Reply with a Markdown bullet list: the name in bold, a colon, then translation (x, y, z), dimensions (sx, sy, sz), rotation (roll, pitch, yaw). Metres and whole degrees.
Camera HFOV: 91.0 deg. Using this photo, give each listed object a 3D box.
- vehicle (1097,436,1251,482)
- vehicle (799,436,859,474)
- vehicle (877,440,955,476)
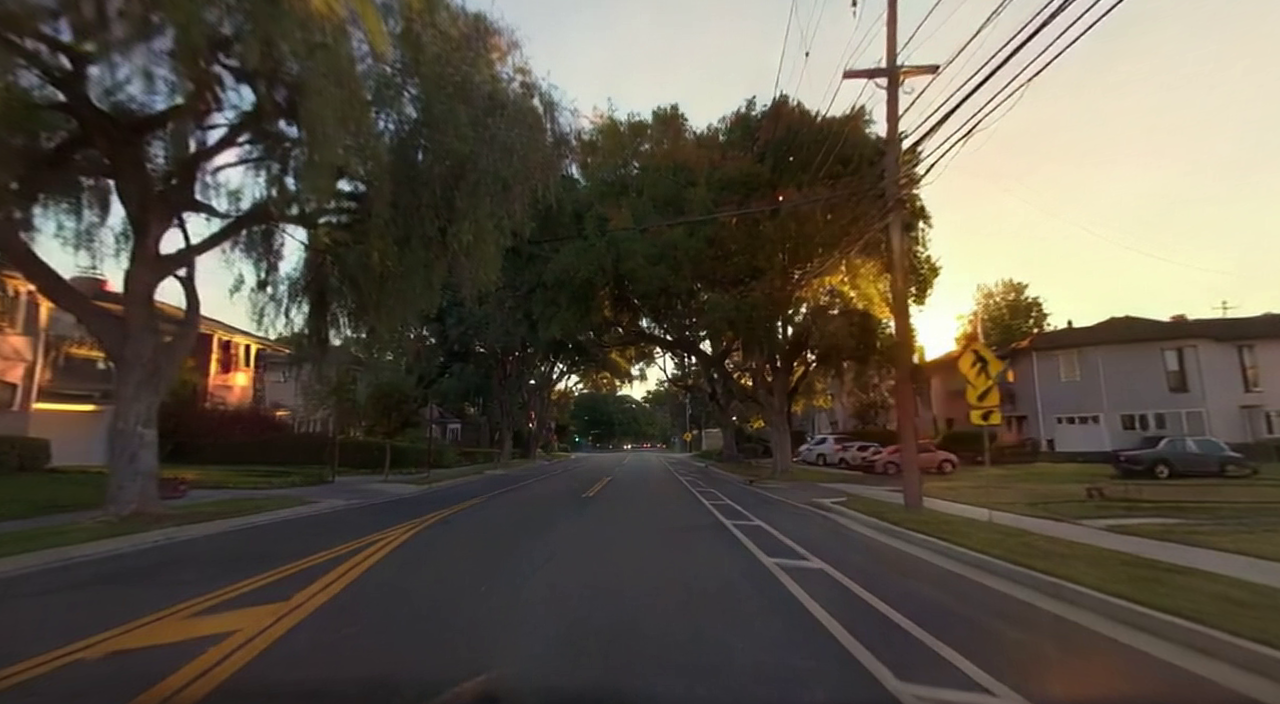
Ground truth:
- **vehicle**: translation (21.218, 4.232, 25.169), dimensions (3.943, 1.664, 2.391), rotation (0, -8, -1)
- **vehicle**: translation (10.483, 5.753, 35.259), dimensions (1.912, 1.953, 4.651), rotation (0, -9, 0)
- **vehicle**: translation (13.742, 5.303, 31.660), dimensions (1.935, 1.683, 4.669), rotation (0, -9, 3)
